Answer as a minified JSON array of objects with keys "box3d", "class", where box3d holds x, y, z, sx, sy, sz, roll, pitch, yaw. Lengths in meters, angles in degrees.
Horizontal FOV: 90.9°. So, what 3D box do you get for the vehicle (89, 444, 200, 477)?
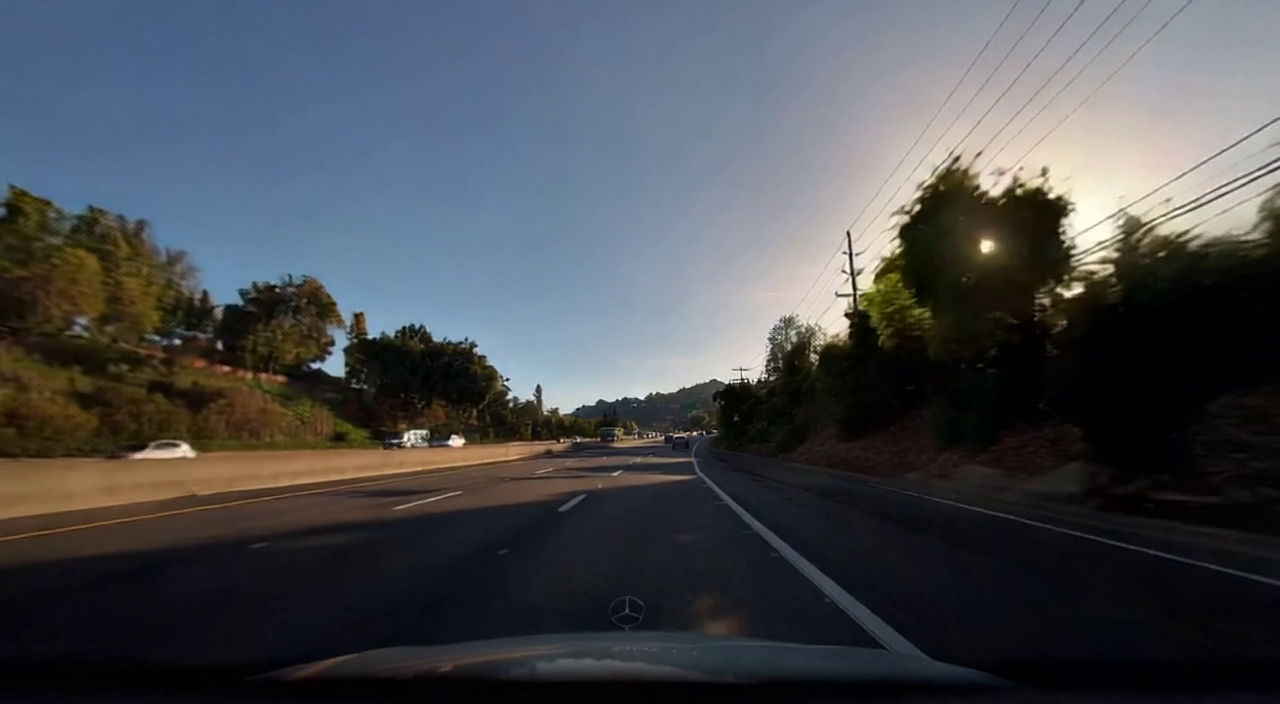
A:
[{"box3d":[-24.858,5.425,31.877,1.819,1.501,4.466,-1,-8,3],"class":"vehicle"}]
